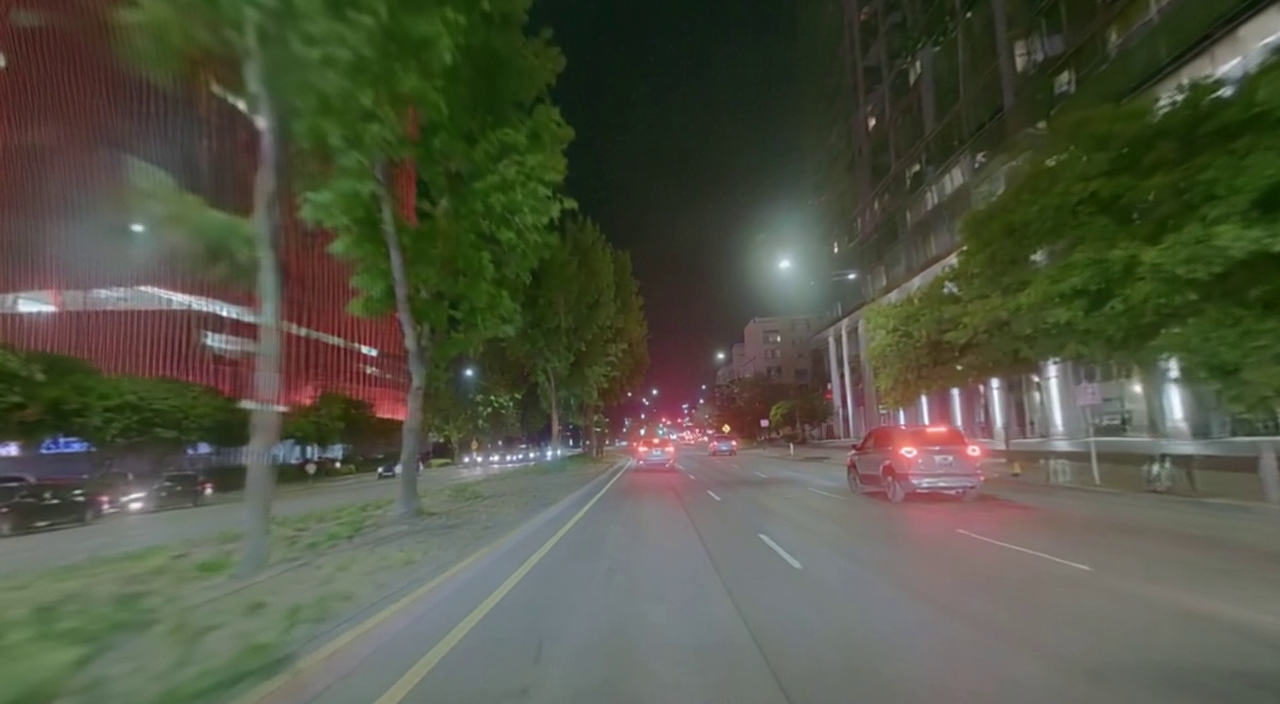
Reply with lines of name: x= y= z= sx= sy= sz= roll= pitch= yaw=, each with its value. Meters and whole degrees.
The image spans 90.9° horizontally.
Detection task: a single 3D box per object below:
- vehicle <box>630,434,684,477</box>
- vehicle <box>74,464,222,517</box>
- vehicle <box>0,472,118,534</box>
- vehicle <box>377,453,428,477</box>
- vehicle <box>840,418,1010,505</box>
vehicle: x=0.680 y=4.379 z=26.900 sx=2.125 sy=1.669 sz=3.880 roll=0 pitch=-8 yaw=0
vehicle: x=-18.396 y=5.149 z=23.906 sx=1.866 sy=1.659 sz=4.597 roll=0 pitch=-8 yaw=0
vehicle: x=-18.543 y=4.483 z=18.910 sx=1.817 sy=1.540 sz=4.548 roll=0 pitch=-8 yaw=1
vehicle: x=-17.991 y=8.579 z=47.938 sx=1.947 sy=1.609 sz=4.589 roll=-1 pitch=-8 yaw=2
vehicle: x=6.715 y=2.631 z=15.578 sx=1.963 sy=1.783 sz=4.722 roll=0 pitch=-8 yaw=0
